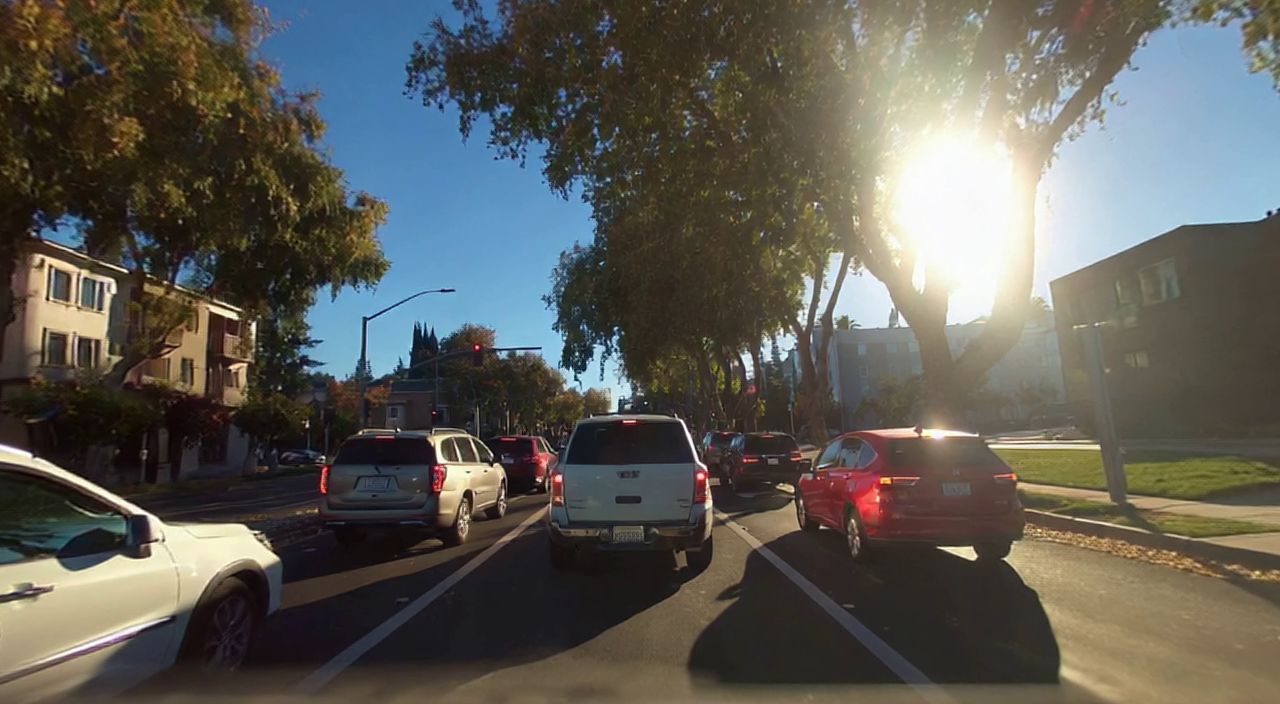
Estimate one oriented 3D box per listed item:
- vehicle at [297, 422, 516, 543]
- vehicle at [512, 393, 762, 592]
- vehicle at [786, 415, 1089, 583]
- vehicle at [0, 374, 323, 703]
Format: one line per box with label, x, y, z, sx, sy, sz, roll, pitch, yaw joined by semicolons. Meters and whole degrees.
vehicle;-3.656;2.122;10.911;2.042;1.641;4.314;0;-8;1
vehicle;-0.006;1.538;7.656;2.193;1.744;4.033;0;-8;1
vehicle;3.256;1.668;7.865;1.922;1.579;3.642;0;-8;-1
vehicle;-3.781;0.998;3.282;1.929;1.641;4.193;0;-8;2
